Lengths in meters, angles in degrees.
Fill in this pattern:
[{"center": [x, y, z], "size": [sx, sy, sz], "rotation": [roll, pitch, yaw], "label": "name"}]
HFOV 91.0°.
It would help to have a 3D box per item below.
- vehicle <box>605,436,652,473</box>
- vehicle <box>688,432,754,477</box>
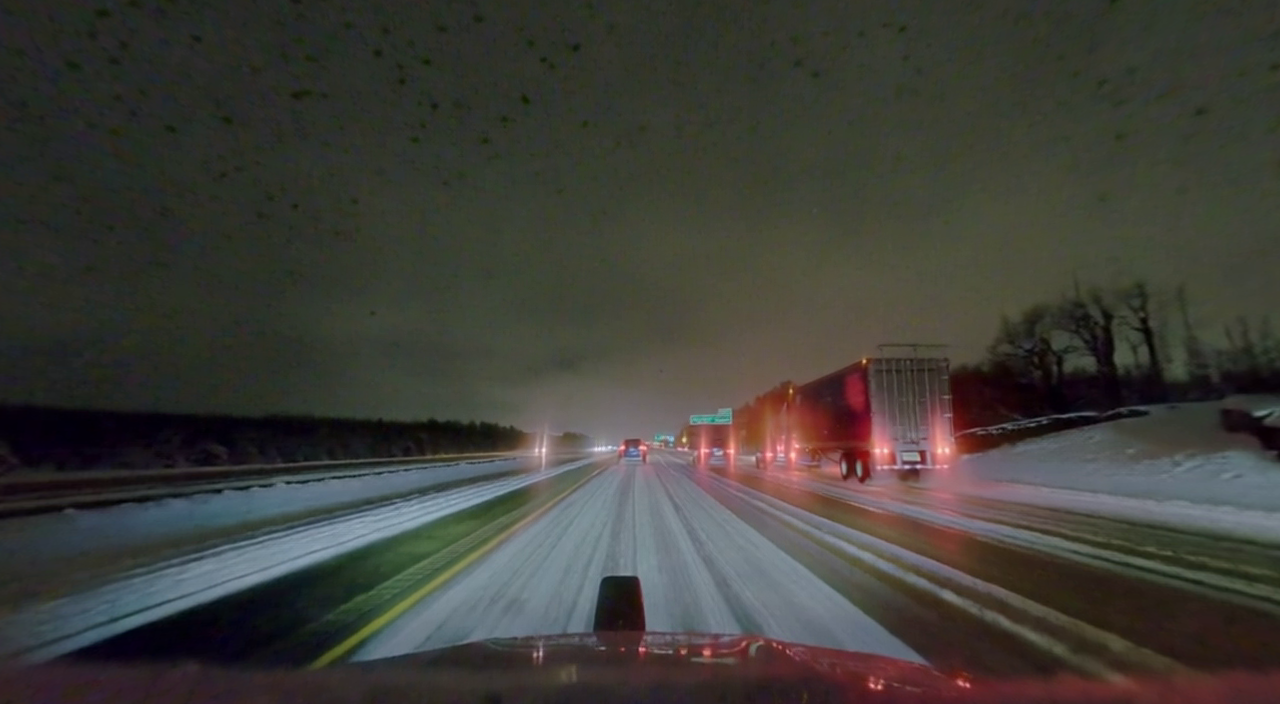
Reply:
[{"center": [-0.476, 5.054, 31.102], "size": [2.142, 1.664, 4.076], "rotation": [0, -9, 1], "label": "vehicle"}, {"center": [3.522, 4.595, 28.323], "size": [2.269, 1.839, 4.554], "rotation": [1, -9, -1], "label": "vehicle"}]
